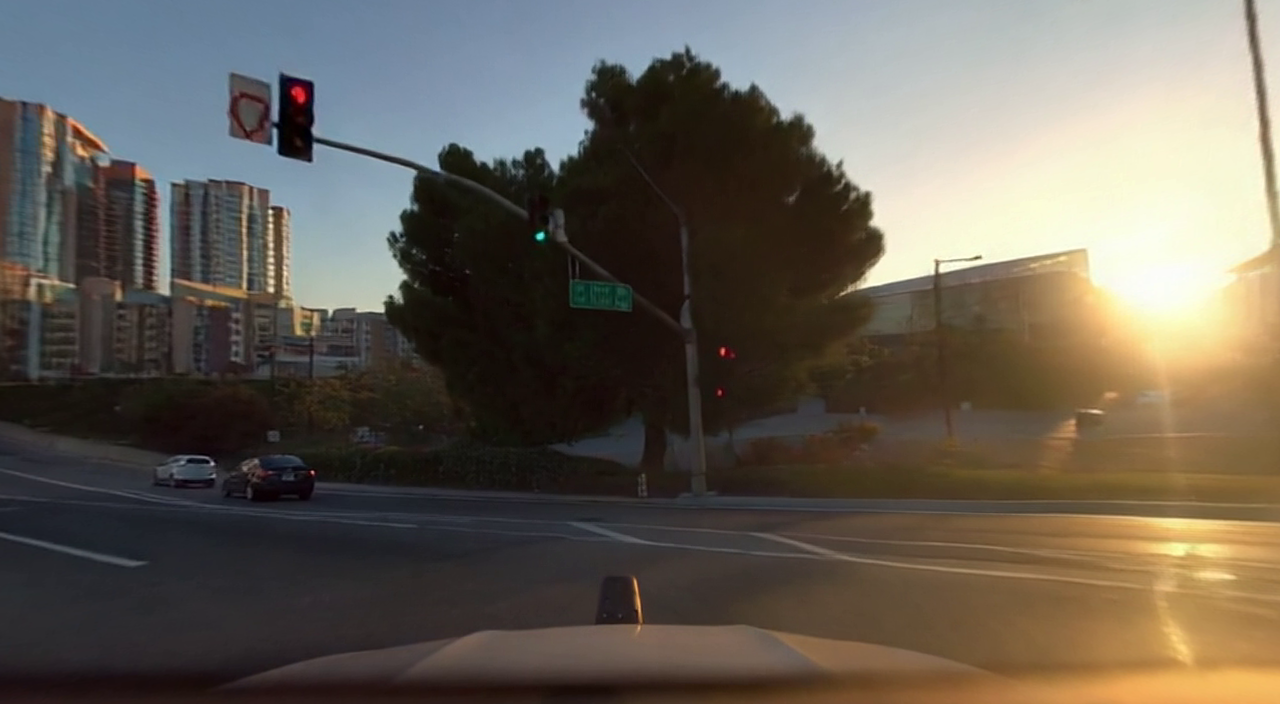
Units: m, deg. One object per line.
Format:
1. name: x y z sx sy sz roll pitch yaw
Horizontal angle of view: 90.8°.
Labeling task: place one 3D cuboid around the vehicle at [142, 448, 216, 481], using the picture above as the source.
1. vehicle: -24.743 5.976 33.885 3.852 1.605 2.007 -6 -9 35

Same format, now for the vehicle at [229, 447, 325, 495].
1. vehicle: -13.565 4.358 23.519 3.874 1.516 2.048 -8 -10 44
